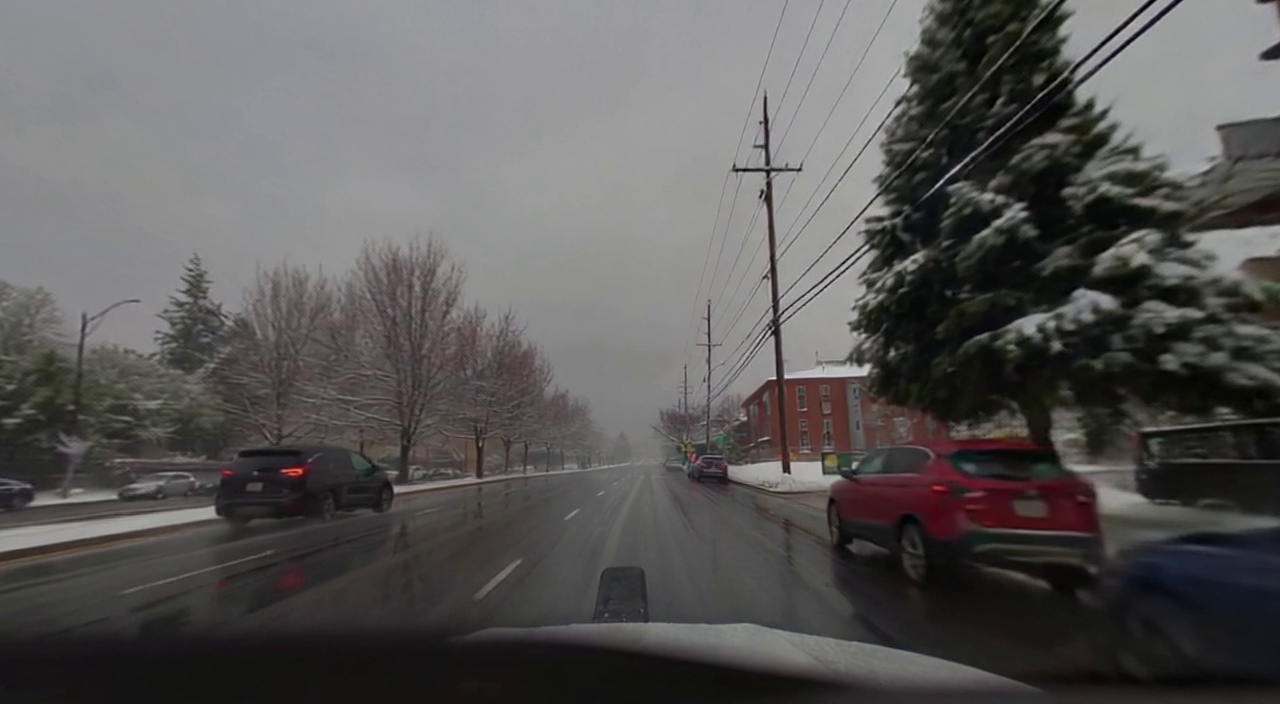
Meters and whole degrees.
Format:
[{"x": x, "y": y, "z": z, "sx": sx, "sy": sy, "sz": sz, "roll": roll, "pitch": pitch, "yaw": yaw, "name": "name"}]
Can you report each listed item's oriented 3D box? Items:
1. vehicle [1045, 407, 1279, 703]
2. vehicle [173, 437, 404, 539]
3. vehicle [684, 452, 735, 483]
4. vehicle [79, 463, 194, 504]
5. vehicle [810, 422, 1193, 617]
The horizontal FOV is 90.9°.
[{"x": 3.477, "y": 0.836, "z": 1.531, "sx": 2.010, "sy": 1.488, "sz": 4.262, "roll": -4, "pitch": -7, "yaw": -1, "name": "vehicle"}, {"x": -6.681, "y": 2.590, "z": 12.740, "sx": 2.000, "sy": 1.671, "sz": 4.497, "roll": 0, "pitch": -8, "yaw": 1, "name": "vehicle"}, {"x": 3.733, "y": 6.298, "z": 34.590, "sx": 2.259, "sy": 1.500, "sz": 4.474, "roll": 0, "pitch": -8, "yaw": 0, "name": "vehicle"}, {"x": -25.591, "y": 6.658, "z": 32.315, "sx": 1.894, "sy": 1.787, "sz": 4.711, "roll": 0, "pitch": -8, "yaw": 1, "name": "vehicle"}, {"x": 3.560, "y": 1.695, "z": 7.353, "sx": 2.022, "sy": 1.592, "sz": 4.111, "roll": 0, "pitch": -8, "yaw": 0, "name": "vehicle"}]
